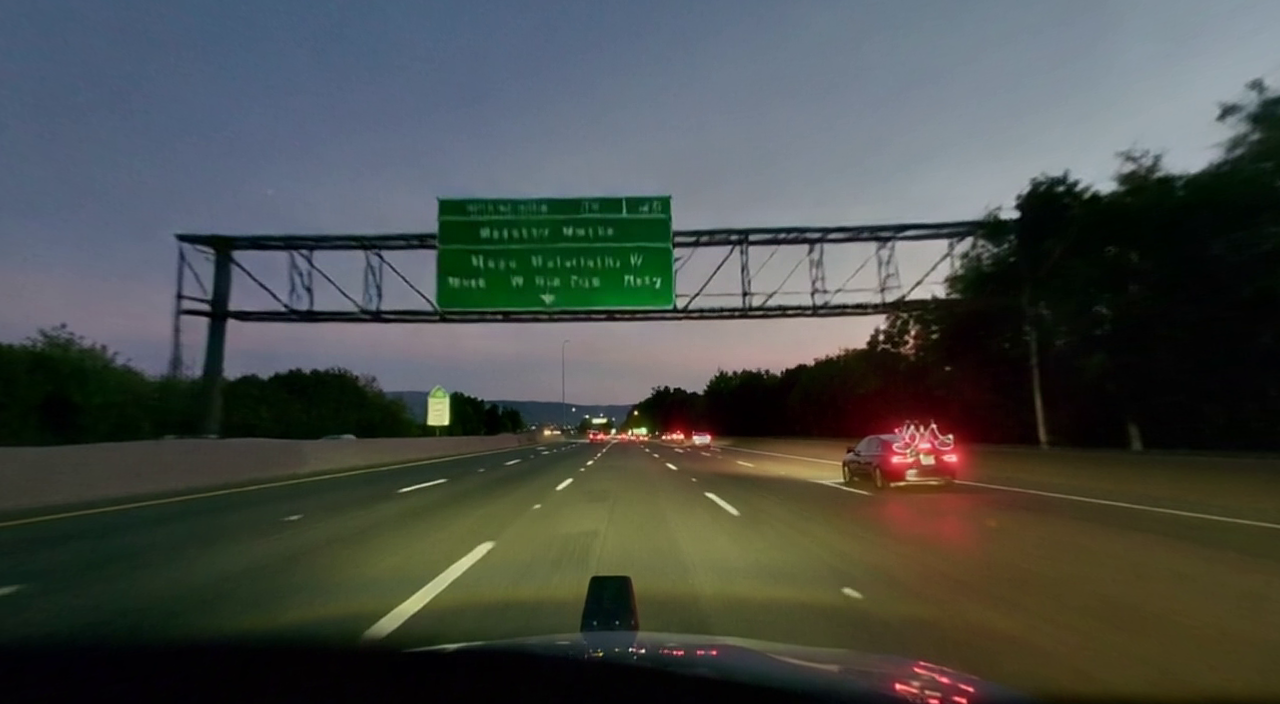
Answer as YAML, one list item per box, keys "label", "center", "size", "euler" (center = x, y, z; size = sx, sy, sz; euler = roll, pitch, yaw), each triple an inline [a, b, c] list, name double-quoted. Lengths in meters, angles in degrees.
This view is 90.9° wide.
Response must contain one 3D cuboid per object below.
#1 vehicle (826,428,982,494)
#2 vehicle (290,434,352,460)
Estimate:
- label: "vehicle"
  center: [6.837, 2.847, 17.031]
  size: [2.034, 1.511, 4.785]
  euler: [0, -8, -1]
- label: "vehicle"
  center: [-21.386, 6.354, 42.397]
  size: [1.925, 1.584, 4.394]
  euler: [0, -7, -1]
